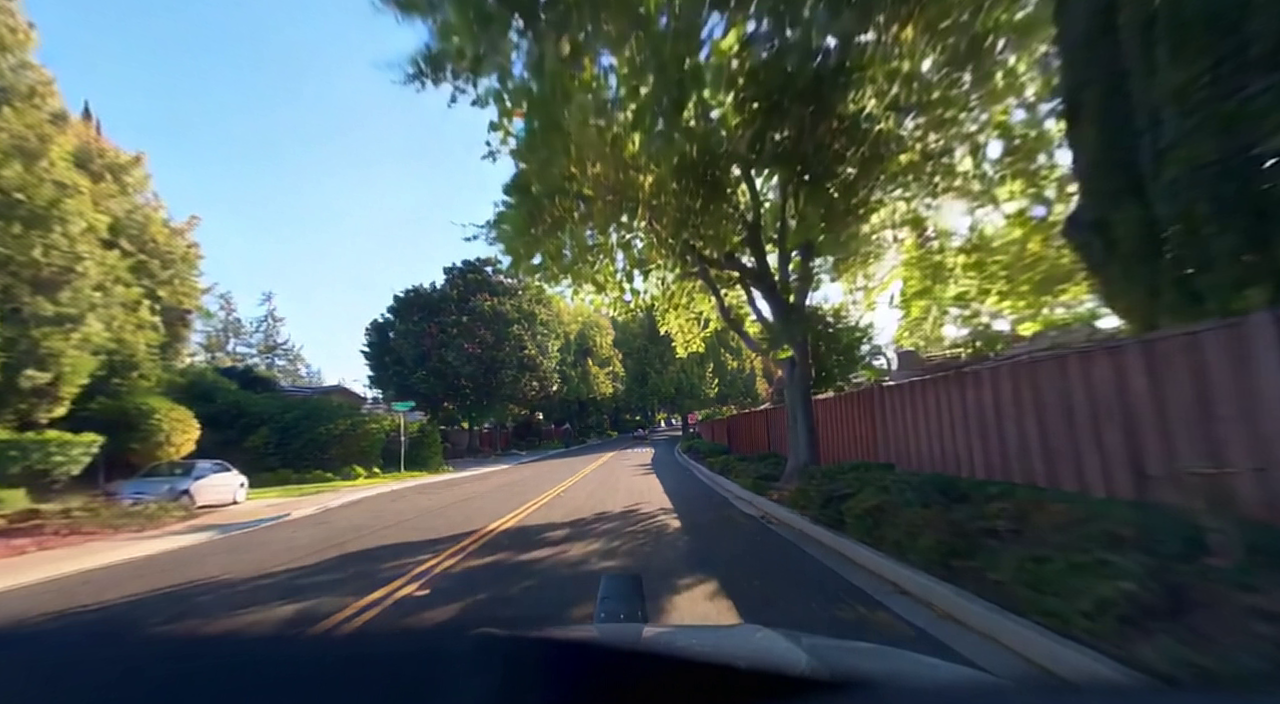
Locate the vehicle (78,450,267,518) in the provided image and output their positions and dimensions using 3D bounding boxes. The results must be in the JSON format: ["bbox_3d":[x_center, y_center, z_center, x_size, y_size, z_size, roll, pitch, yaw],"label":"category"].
[{"bbox_3d":[-14.694,4.128,20.352,2.305,1.793,4.883,1,-8,0],"label":"vehicle"}]
